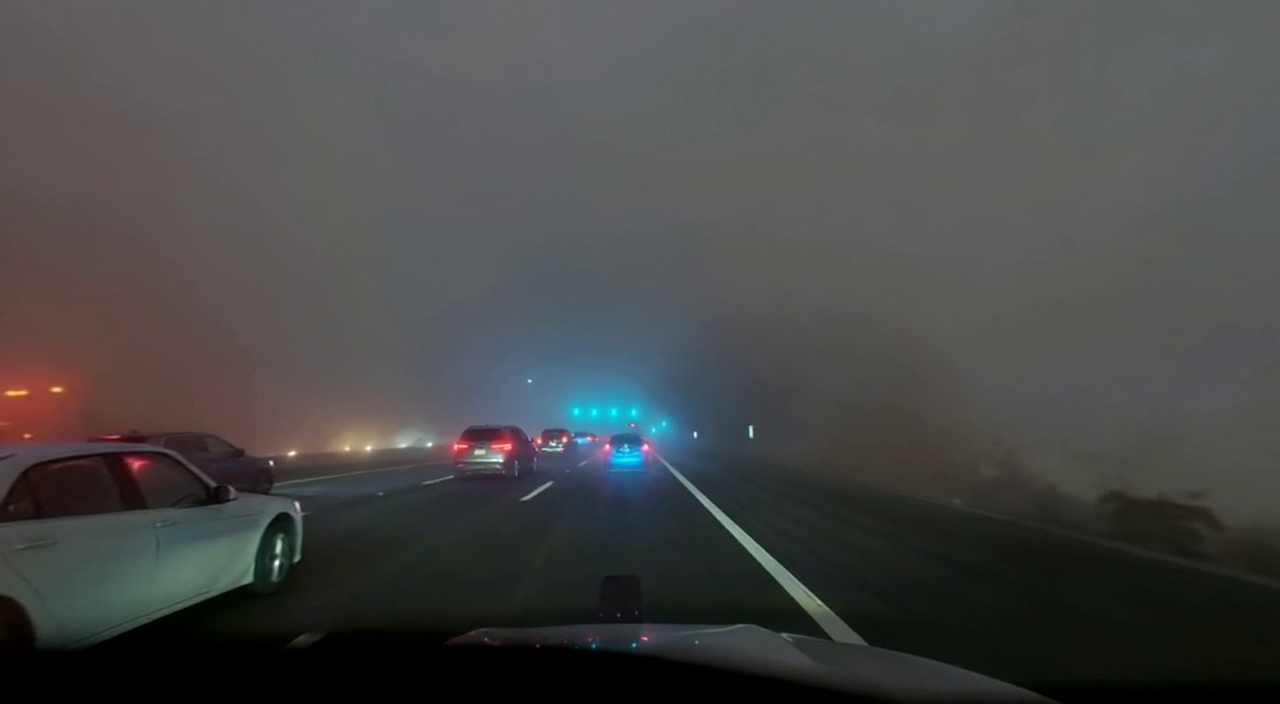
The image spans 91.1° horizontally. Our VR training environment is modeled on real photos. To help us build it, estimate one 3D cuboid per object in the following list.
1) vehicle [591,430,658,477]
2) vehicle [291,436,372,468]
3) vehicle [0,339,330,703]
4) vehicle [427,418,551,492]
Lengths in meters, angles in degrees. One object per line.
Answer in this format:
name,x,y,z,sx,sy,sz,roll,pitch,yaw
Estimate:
vehicle,-0.501,3.404,21.438,2.070,1.452,3.834,0,-8,-1
vehicle,-15.343,4.954,31.580,1.892,1.467,4.376,0,-8,-1
vehicle,-3.824,0.900,3.408,2.107,1.703,4.274,0,-8,0
vehicle,-3.854,2.712,16.996,2.154,1.690,4.595,0,-8,1
